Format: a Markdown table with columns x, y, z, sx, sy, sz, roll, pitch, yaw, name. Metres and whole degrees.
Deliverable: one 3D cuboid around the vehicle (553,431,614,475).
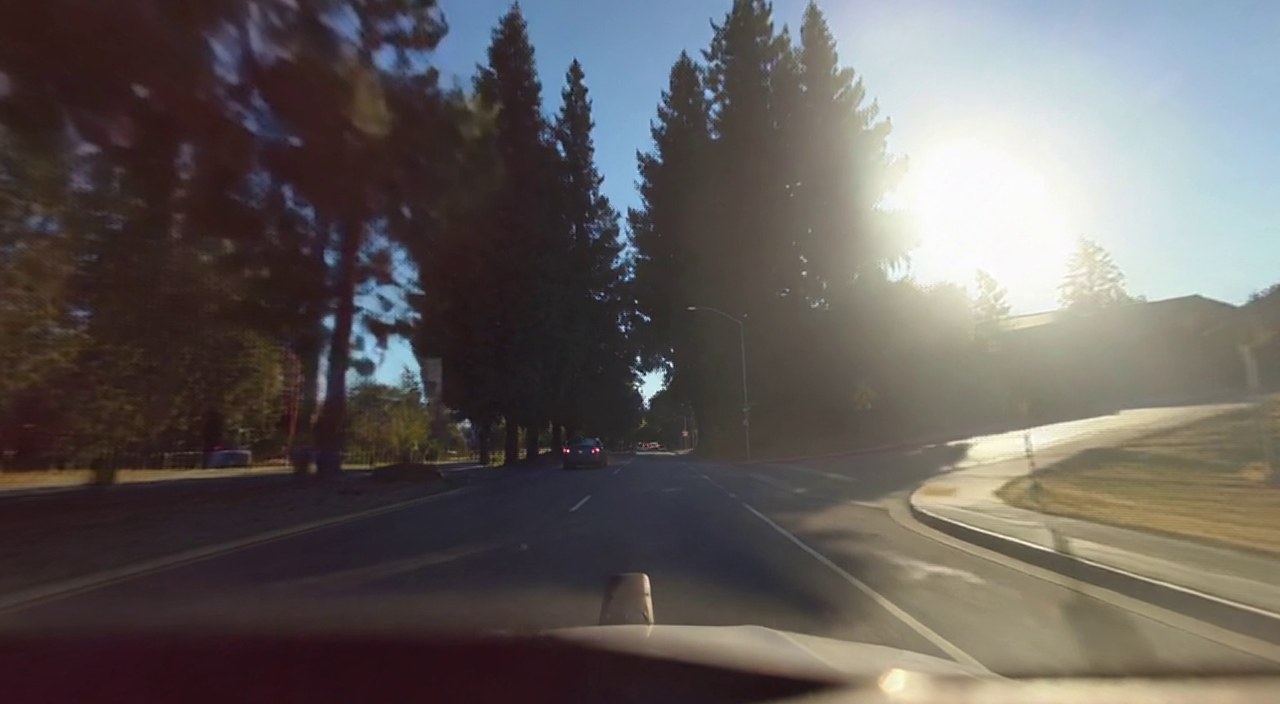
| x | y | z | sx | sy | sz | roll | pitch | yaw | name |
| --- | --- | --- | --- | --- | --- | --- | --- | --- | --- |
| -2.275 | 4.229 | 26.604 | 2.016 | 1.694 | 4.335 | 0 | -8 | 2 | vehicle |
